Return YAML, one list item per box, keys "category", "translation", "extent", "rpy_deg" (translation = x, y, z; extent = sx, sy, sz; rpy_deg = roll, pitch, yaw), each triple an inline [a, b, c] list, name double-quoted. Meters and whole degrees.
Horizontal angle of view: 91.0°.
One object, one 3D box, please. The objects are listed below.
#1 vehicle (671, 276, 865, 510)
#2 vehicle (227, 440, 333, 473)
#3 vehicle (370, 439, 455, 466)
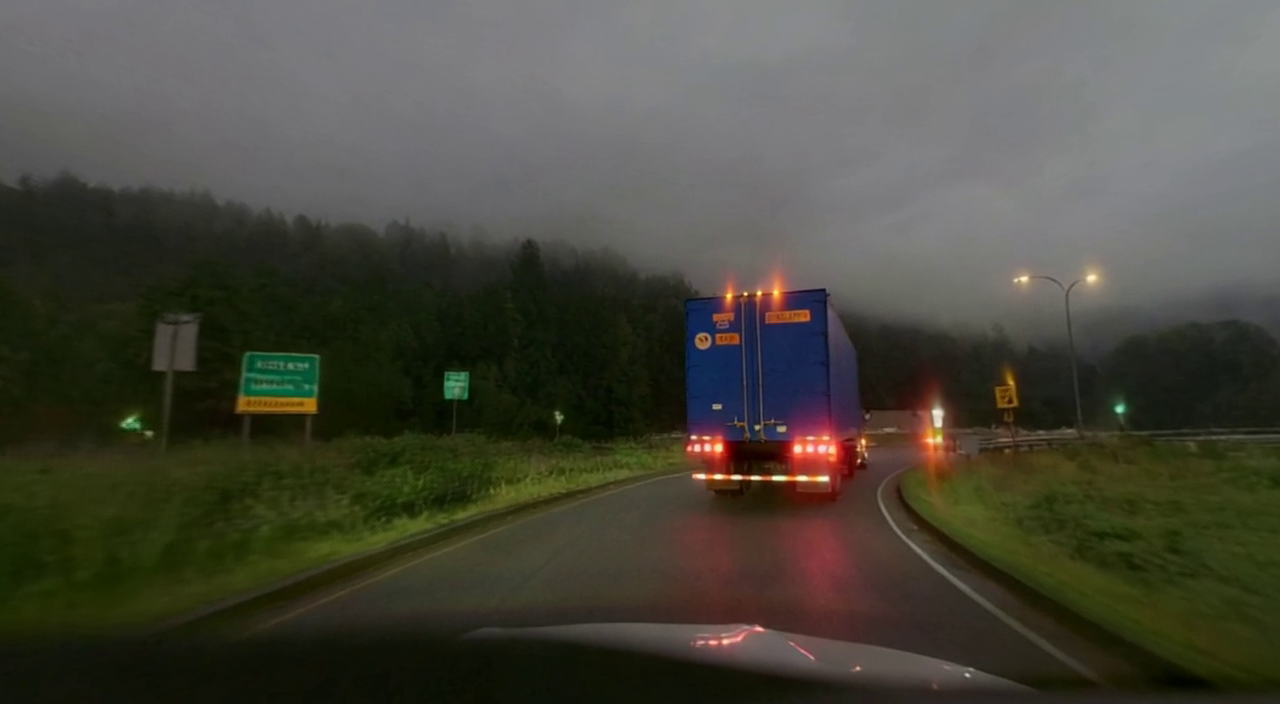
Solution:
- category: "vehicle"
  translation: [3.543, 1.256, 14.649]
  extent: [2.937, 3.647, 9.344]
  rpy_deg: [-4, -8, 20]
- category: "vehicle"
  translation: [-18.702, 5.396, 32.769]
  extent: [4.578, 1.573, 1.806]
  rpy_deg: [5, -10, -35]
- category: "vehicle"
  translation: [-13.078, 5.763, 36.250]
  extent: [4.350, 1.410, 1.726]
  rpy_deg: [3, -9, -28]
